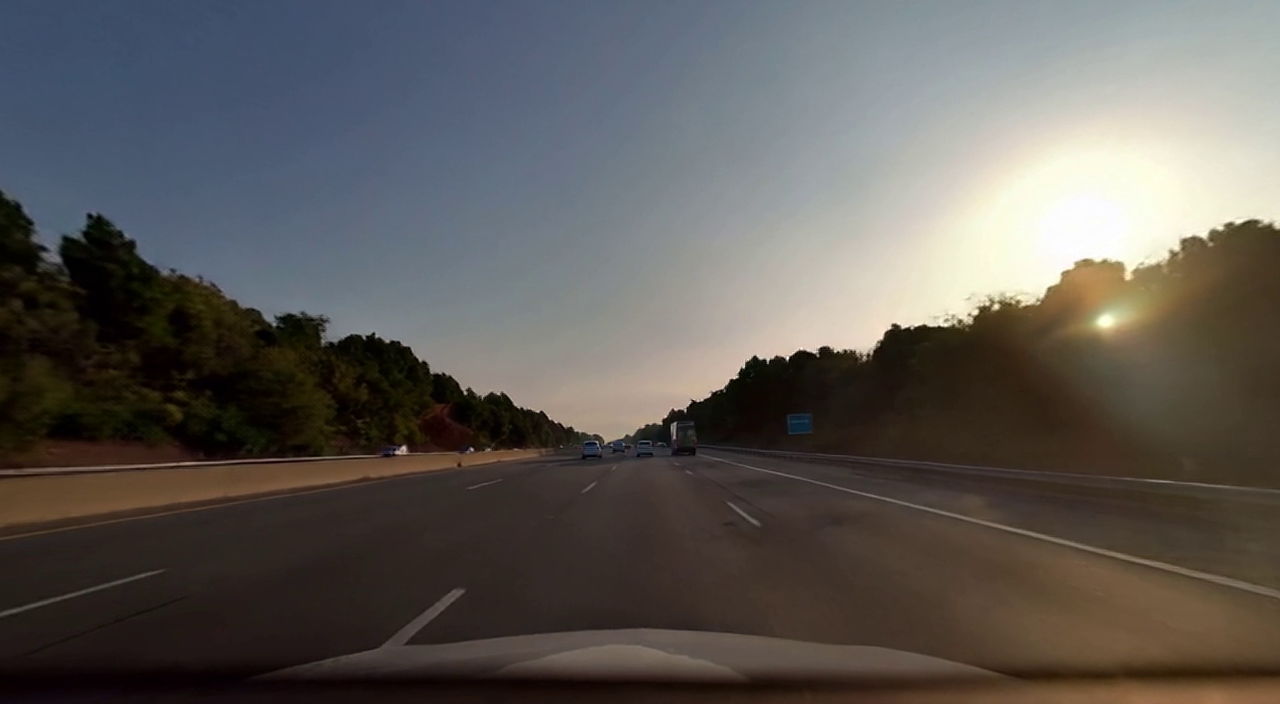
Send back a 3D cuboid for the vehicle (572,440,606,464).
[{"bbox_3d":[-3.464,6.897,43.634,2.025,1.571,3.662,0,-9,1],"label":"vehicle"}]
